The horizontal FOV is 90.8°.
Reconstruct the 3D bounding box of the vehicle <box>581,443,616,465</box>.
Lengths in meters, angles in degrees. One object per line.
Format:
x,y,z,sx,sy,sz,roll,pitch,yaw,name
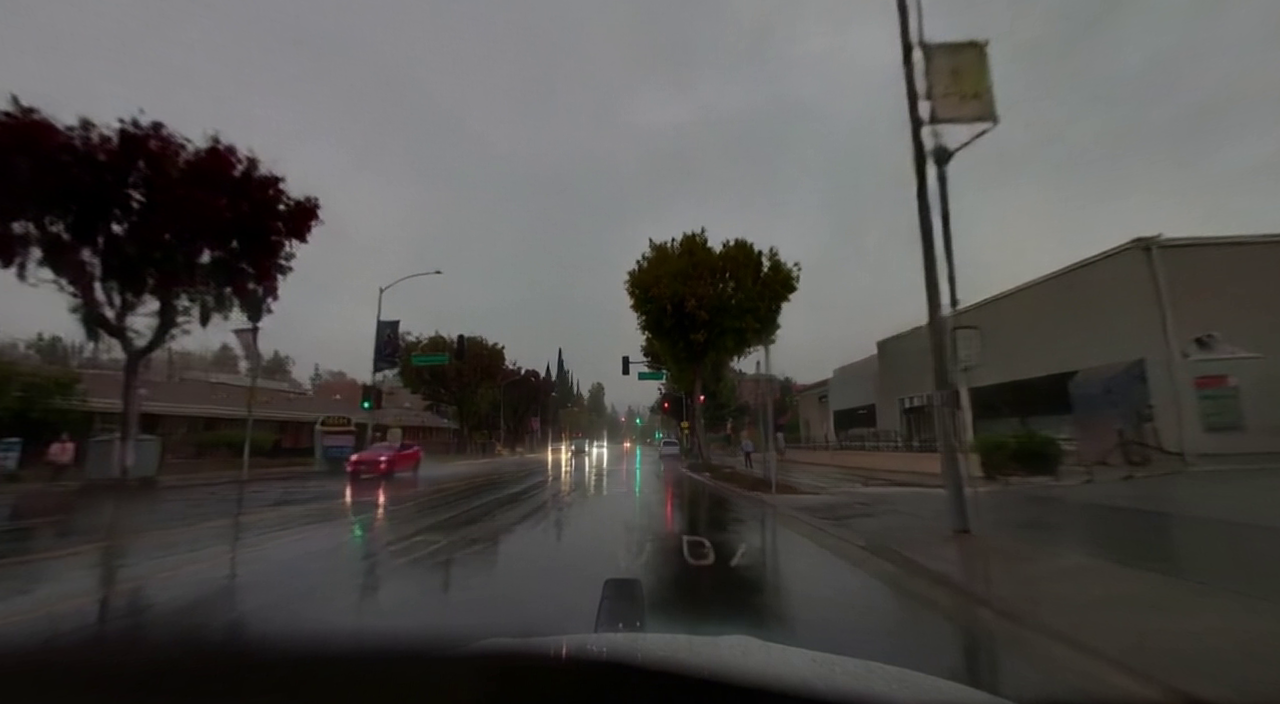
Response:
-2.897,7.278,45.354,2.122,1.469,4.388,0,-8,1,vehicle

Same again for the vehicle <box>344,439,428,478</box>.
-10.642,4.488,26.811,1.873,1.532,3.777,0,-8,2,vehicle
